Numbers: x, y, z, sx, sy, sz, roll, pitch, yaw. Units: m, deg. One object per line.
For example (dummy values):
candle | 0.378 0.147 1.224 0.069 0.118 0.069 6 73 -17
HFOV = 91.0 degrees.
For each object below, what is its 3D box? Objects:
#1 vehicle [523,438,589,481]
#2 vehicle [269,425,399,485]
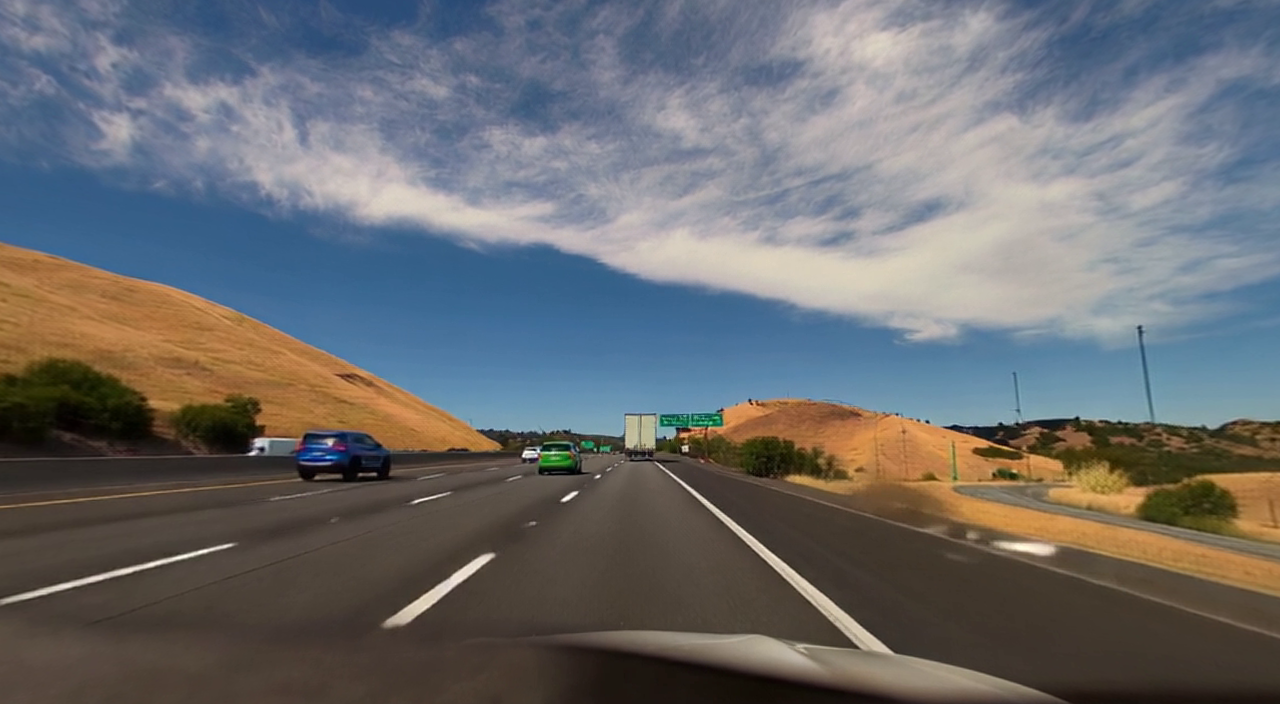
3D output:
vehicle | -3.656 4.767 28.221 2.194 1.725 4.698 0 -9 1
vehicle | -10.811 3.698 22.818 2.111 1.906 5.028 0 -9 1
